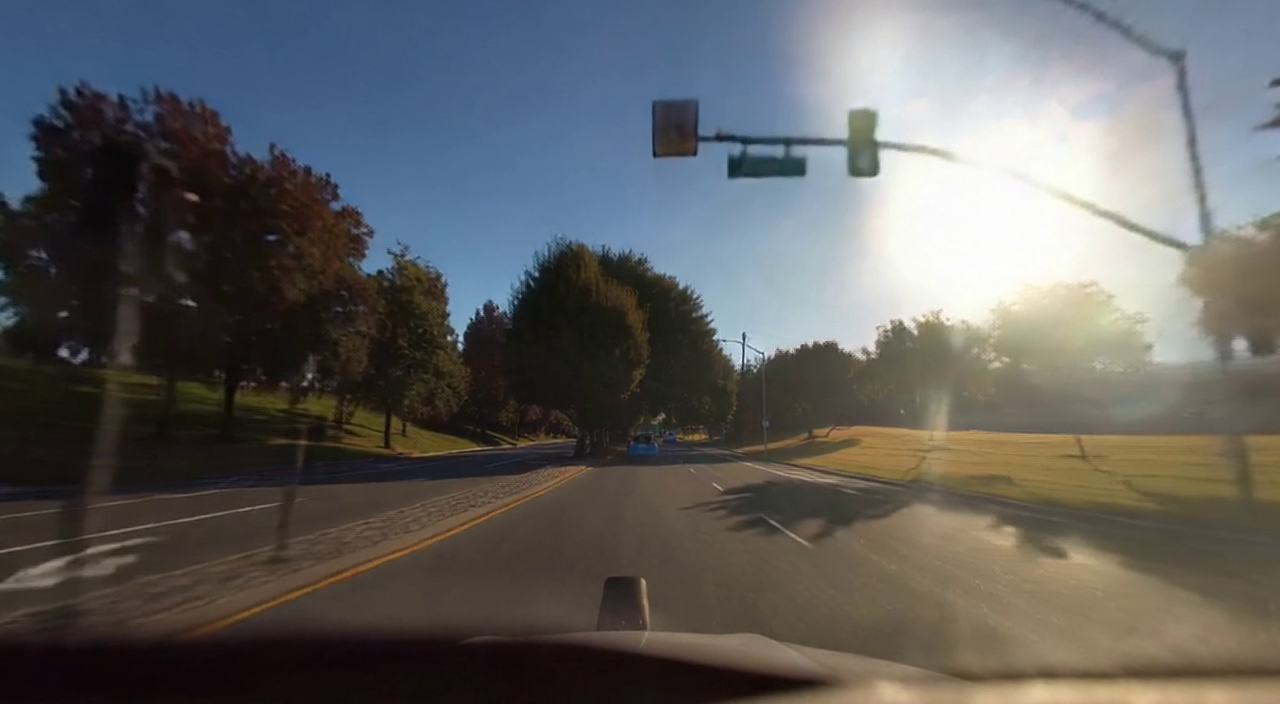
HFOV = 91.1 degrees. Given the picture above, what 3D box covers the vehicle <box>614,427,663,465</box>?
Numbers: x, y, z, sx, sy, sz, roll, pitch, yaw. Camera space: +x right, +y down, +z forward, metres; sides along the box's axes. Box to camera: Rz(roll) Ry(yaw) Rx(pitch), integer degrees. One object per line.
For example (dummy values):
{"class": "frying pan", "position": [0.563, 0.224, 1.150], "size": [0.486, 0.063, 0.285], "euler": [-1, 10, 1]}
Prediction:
{"class": "vehicle", "position": [-0.066, 4.676, 31.111], "size": [2.256, 1.734, 4.176], "euler": [0, -9, 0]}
